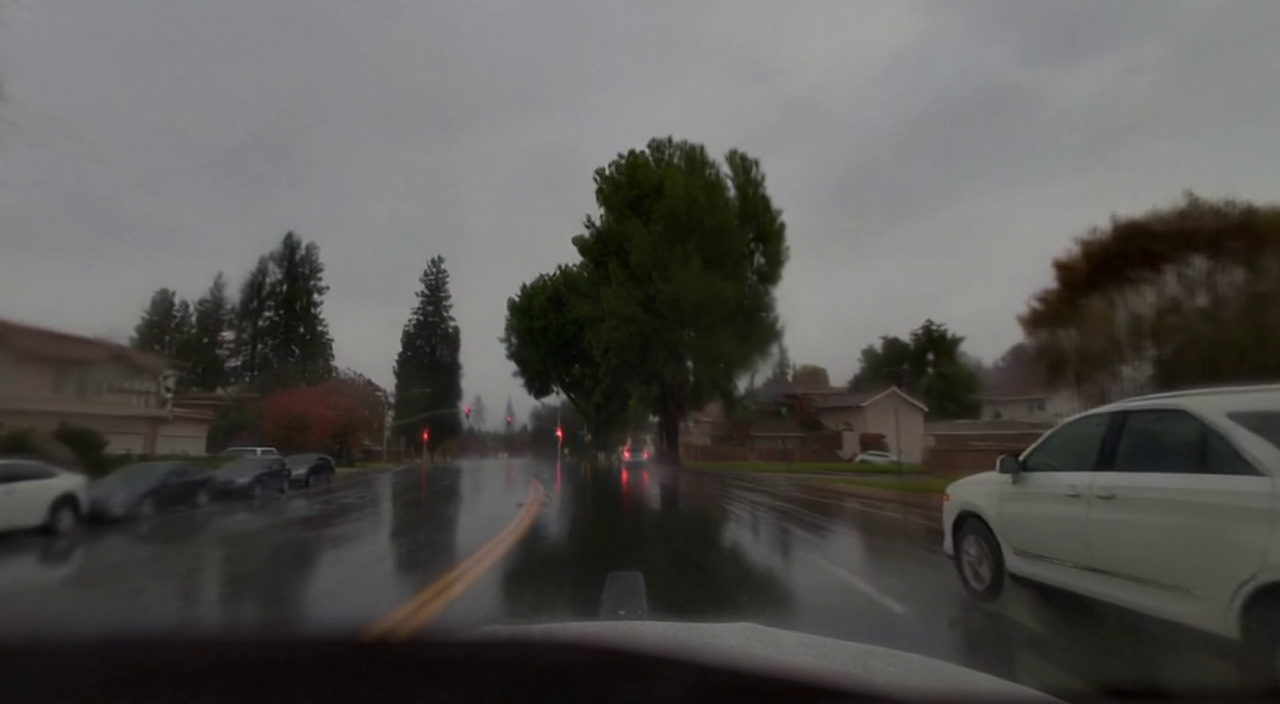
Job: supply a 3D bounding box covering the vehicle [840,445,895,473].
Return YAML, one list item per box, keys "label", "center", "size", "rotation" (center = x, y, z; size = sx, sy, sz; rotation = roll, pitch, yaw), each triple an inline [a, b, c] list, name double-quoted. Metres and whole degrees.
- label: "vehicle"
  center: [16.175, 7.592, 45.193]
  size: [2.044, 1.787, 4.597]
  rotation: [-2, -9, -1]

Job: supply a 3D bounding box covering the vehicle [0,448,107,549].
- label: "vehicle"
  center: [-12.723, 2.693, 11.641]
  size: [2.146, 1.806, 4.733]
  rotation: [1, -8, -9]

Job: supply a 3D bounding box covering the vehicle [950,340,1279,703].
- label: "vehicle"
  center: [4.044, 0.925, 3.390]
  size: [2.081, 1.828, 5.138]
  rotation: [0, -8, -1]

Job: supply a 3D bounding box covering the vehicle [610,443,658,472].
- label: "vehicle"
  center: [-0.443, 6.271, 37.913]
  size: [1.951, 1.620, 4.582]
  rotation: [2, -9, -12]

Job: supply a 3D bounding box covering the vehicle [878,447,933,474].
- label: "vehicle"
  center: [18.886, 7.723, 45.140]
  size: [2.060, 1.769, 4.068]
  rotation: [0, -8, -1]

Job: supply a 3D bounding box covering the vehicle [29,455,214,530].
- label: "vehicle"
  center: [-13.185, 3.524, 16.476]
  size: [1.829, 1.559, 4.288]
  rotation: [1, -9, -11]

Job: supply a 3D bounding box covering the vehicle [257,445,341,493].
- label: "vehicle"
  center: [-15.448, 5.255, 28.959]
  size: [1.993, 1.801, 5.201]
  rotation: [-2, -8, -12]
